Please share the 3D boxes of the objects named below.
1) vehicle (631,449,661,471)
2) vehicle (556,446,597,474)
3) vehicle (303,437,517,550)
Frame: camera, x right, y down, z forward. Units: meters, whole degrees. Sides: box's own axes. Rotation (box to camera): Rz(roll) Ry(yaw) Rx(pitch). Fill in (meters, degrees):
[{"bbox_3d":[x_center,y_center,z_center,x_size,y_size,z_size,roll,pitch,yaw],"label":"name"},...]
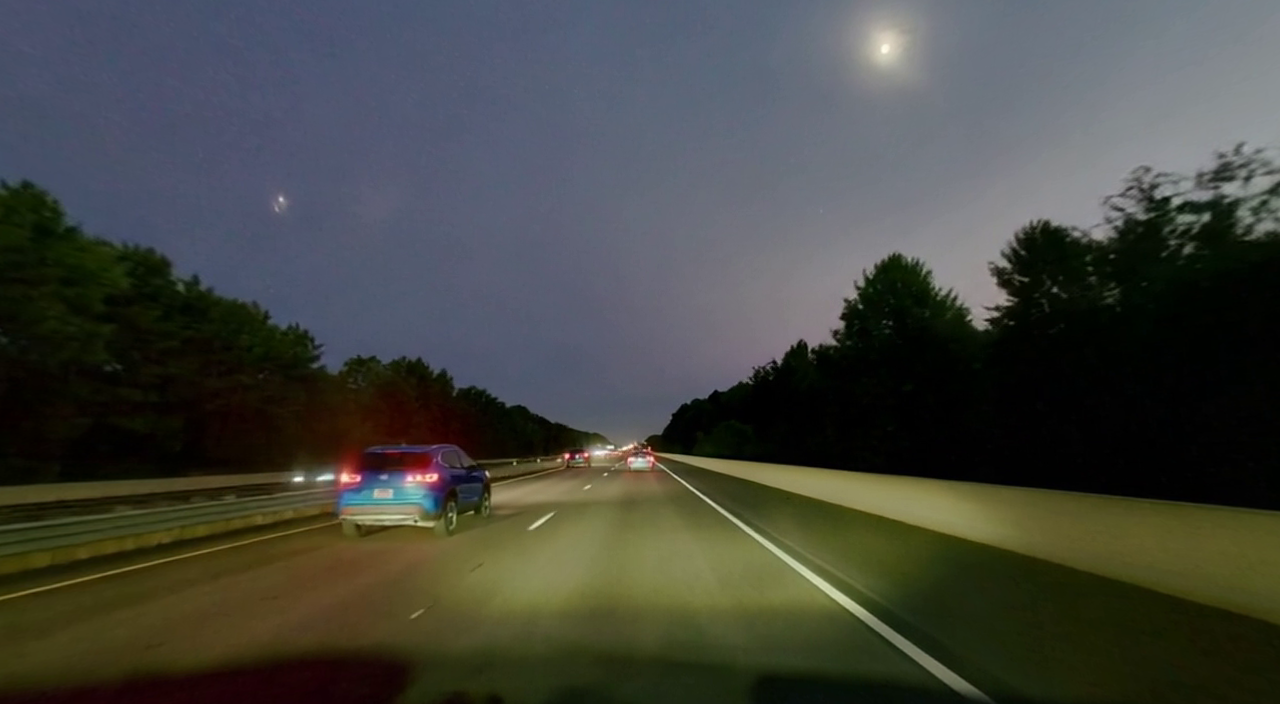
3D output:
[{"bbox_3d":[0.428,7.897,46.373,2.046,1.452,4.407,0,-9,0],"label":"vehicle"},{"bbox_3d":[-3.997,6.872,40.493,2.100,1.667,4.223,0,-9,1],"label":"vehicle"},{"bbox_3d":[-3.573,2.265,10.826,2.034,1.520,4.236,0,-9,1],"label":"vehicle"}]
